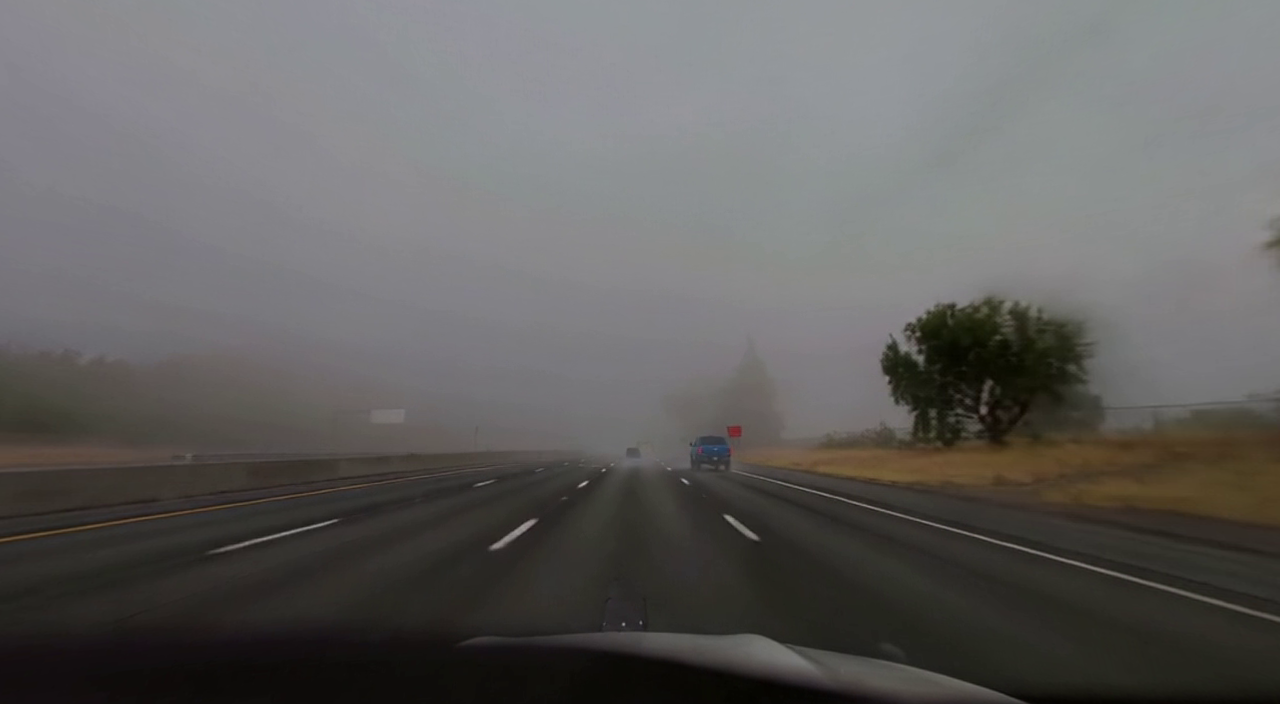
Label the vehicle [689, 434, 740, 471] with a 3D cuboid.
[{"bbox_3d":[4.120,5.630,35.644,2.172,1.930,4.879,0,-8,-1],"label":"vehicle"}]
